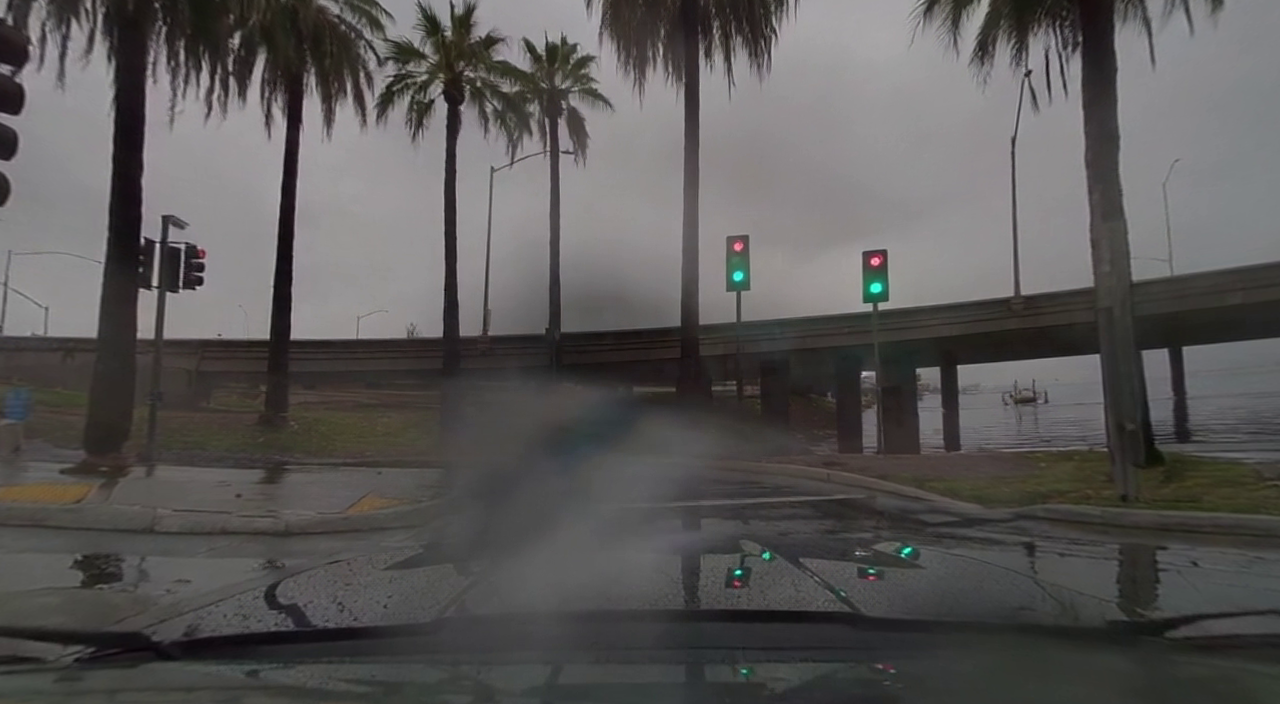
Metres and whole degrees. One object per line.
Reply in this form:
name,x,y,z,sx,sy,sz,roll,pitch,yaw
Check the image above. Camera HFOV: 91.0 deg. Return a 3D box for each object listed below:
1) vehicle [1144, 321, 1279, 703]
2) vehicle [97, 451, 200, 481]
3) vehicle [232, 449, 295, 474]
vehicle,3.442,0.497,0.559,2.028,1.770,4.737,0,-9,0
vehicle,-26.586,6.164,34.282,1.830,1.443,4.551,0,-9,2
vehicle,-26.266,7.617,44.066,1.941,1.631,4.017,0,-9,0
